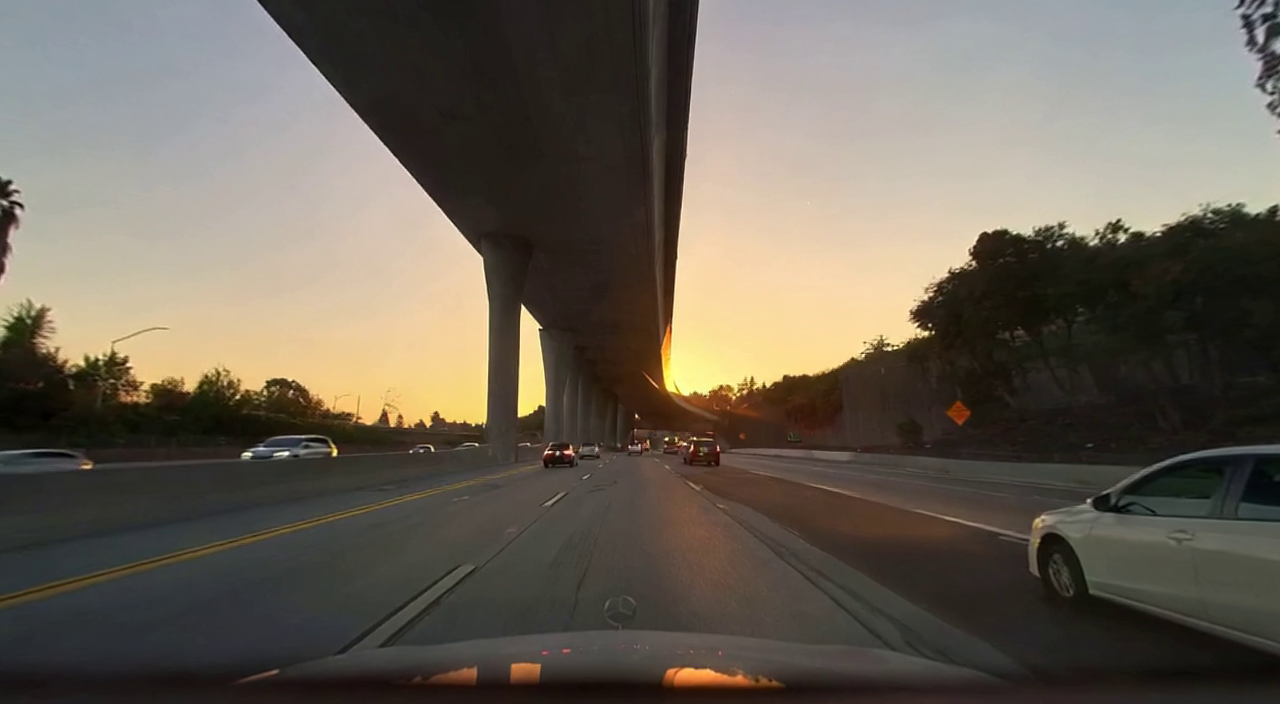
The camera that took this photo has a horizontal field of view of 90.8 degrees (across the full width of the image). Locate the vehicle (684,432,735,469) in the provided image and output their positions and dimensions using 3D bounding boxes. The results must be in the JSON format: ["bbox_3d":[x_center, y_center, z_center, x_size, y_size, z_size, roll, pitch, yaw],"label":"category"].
[{"bbox_3d":[3.557,5.133,32.952,2.072,1.761,4.242,0,-8,-1],"label":"vehicle"}]

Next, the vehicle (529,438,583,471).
[{"bbox_3d":[-4.056,5.042,31.171,1.997,1.476,4.703,0,-8,1],"label":"vehicle"}]

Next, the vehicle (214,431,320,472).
[{"bbox_3d":[-16.150,4.344,27.652,2.067,1.626,4.437,0,-8,-2],"label":"vehicle"}]

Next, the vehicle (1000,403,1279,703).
[{"bbox_3d":[3.490,0.898,2.155,1.989,1.472,4.322,0,-8,1],"label":"vehicle"}]
